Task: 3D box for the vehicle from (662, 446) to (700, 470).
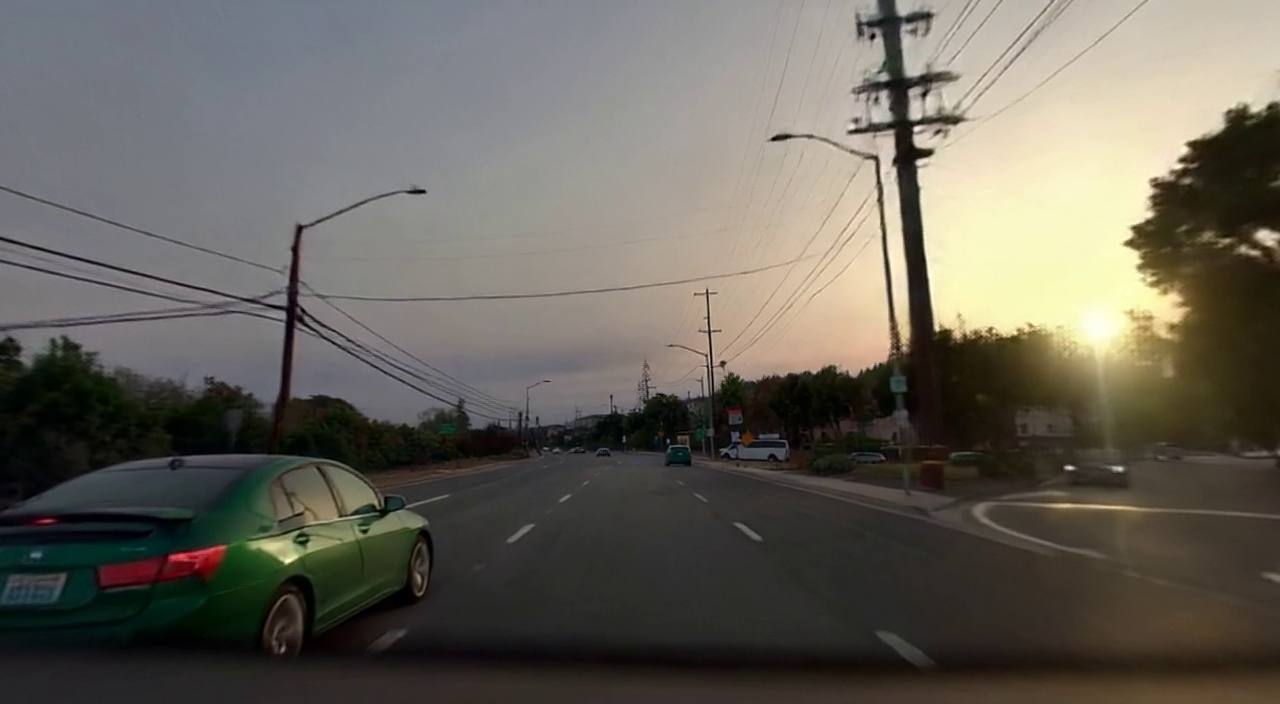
[{"bbox_3d":[2.643,6.994,41.810,2.015,1.467,4.117,0,-9,-3],"label":"vehicle"}]
